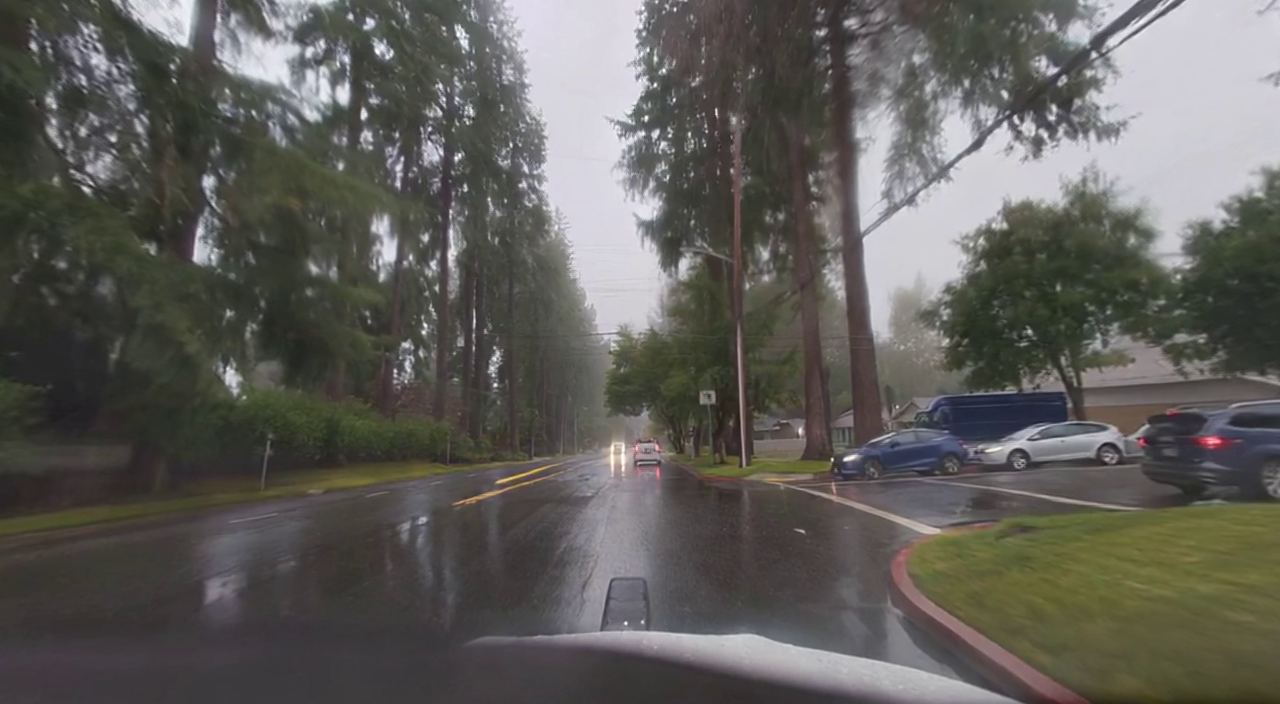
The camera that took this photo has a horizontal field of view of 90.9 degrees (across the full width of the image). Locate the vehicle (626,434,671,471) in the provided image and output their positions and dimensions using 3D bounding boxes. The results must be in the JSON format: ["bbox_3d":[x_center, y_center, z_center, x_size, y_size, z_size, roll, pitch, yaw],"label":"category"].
[{"bbox_3d":[0.412,5.009,31.531,2.120,1.718,3.909,0,-9,1],"label":"vehicle"}]

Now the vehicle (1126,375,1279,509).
[{"bbox_3d":[10.930,1.360,9.615,5.166,1.827,2.040,-1,-9,2],"label":"vehicle"}]

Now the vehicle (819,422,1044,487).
[{"bbox_3d":[6.933,2.497,15.413,4.543,1.472,1.830,0,-9,2],"label":"vehicle"}]
